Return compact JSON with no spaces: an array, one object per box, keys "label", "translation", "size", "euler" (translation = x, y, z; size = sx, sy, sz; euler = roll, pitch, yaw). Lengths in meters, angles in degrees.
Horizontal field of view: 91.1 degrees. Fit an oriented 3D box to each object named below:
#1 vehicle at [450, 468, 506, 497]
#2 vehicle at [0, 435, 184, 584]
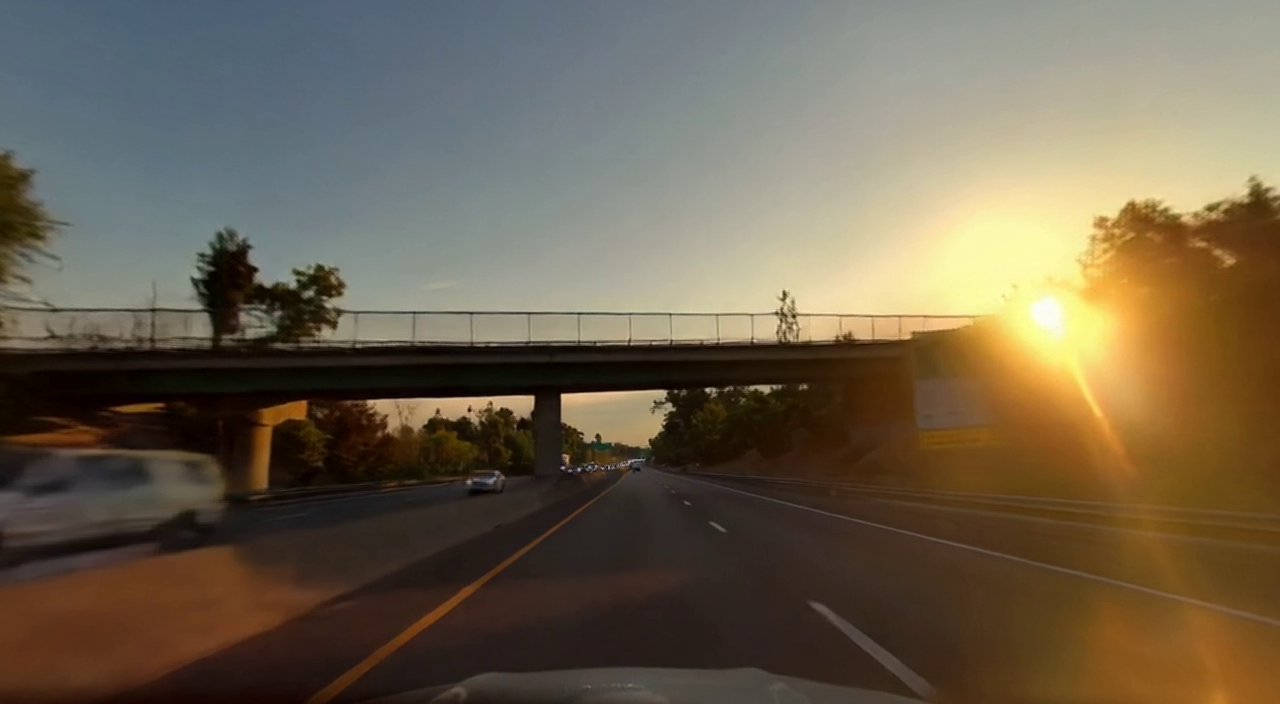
[{"label":"vehicle","translation":[-8.915,7.220,34.983],"size":[1.981,1.457,4.337],"euler":[1,-10,0]},{"label":"vehicle","translation":[-8.333,1.909,7.852],"size":[2.013,1.672,4.241],"euler":[1,-10,-1]}]
